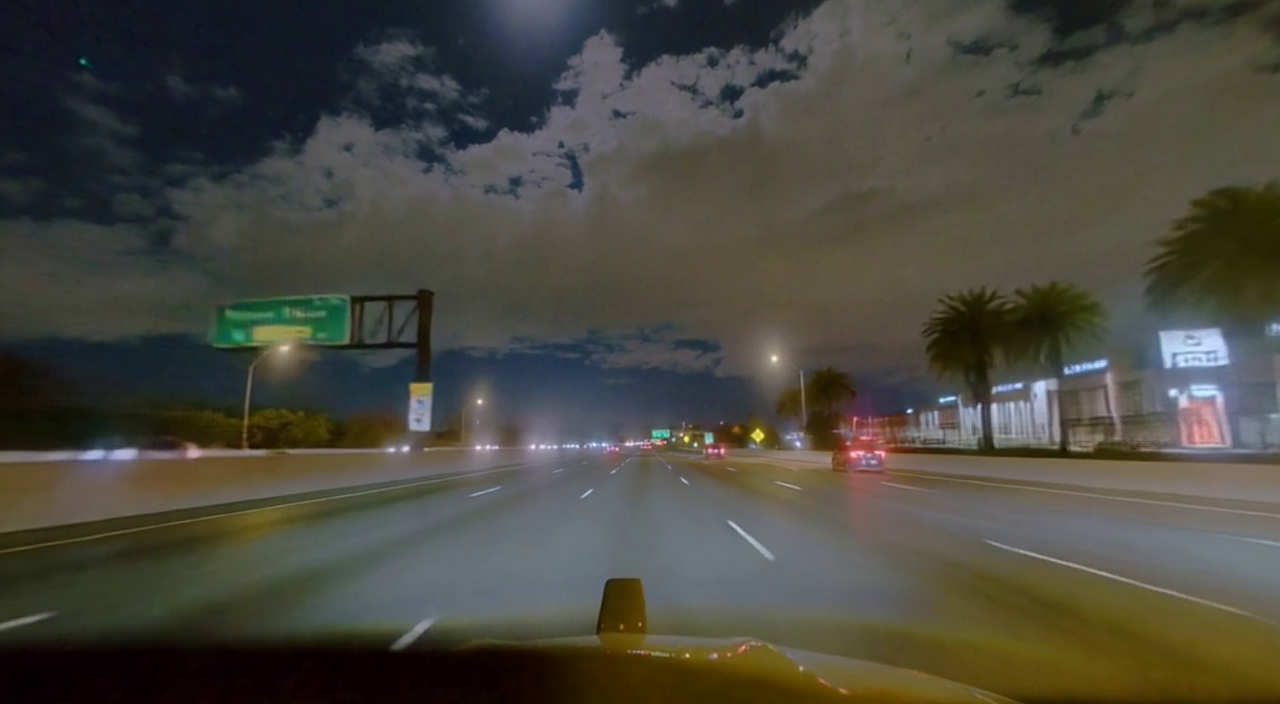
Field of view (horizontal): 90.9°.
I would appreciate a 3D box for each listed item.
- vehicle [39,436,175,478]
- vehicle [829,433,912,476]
[{"bbox_3d":[-22.193,4.394,26.508,1.885,1.594,4.297,0,-9,1],"label":"vehicle"},{"bbox_3d":[10.947,4.899,30.382,2.168,1.861,4.678,0,-8,-1],"label":"vehicle"}]
